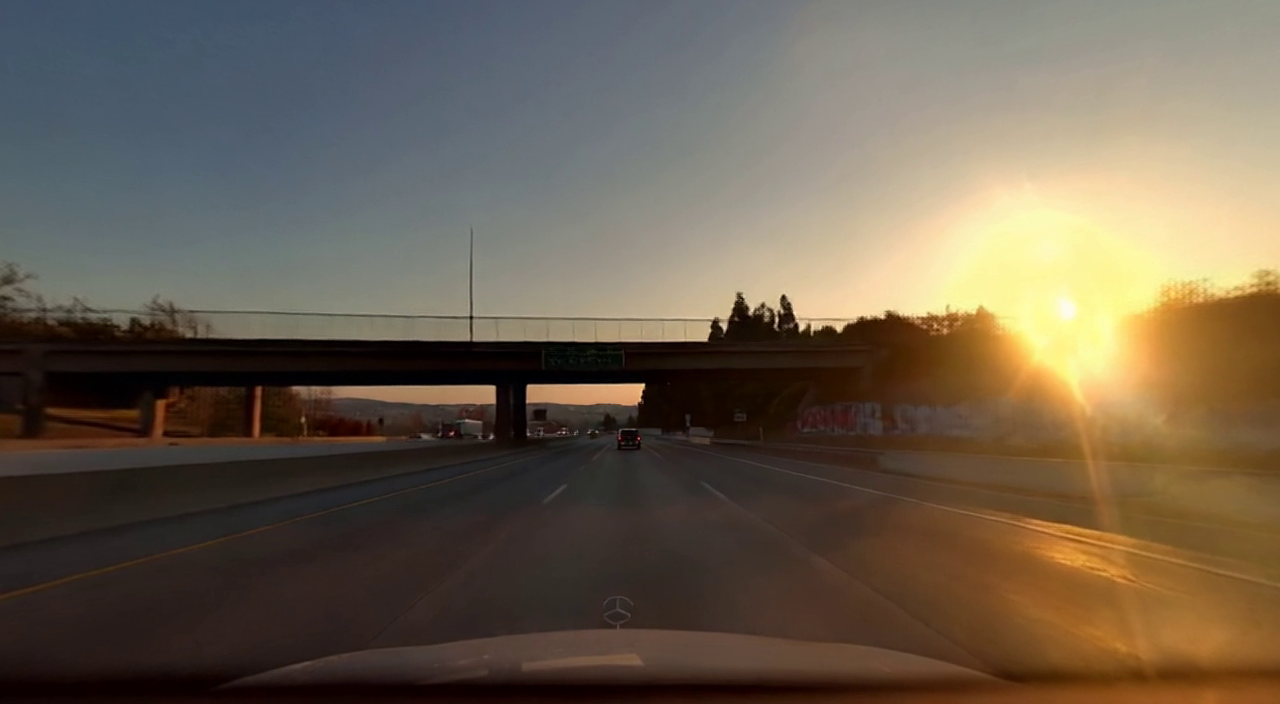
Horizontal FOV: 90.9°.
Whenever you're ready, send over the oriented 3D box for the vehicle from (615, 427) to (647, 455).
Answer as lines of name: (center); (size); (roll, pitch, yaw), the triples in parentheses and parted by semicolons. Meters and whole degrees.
vehicle: (-0.717, 6.540, 46.348); (2.277, 1.913, 4.510); (0, -8, -2)
